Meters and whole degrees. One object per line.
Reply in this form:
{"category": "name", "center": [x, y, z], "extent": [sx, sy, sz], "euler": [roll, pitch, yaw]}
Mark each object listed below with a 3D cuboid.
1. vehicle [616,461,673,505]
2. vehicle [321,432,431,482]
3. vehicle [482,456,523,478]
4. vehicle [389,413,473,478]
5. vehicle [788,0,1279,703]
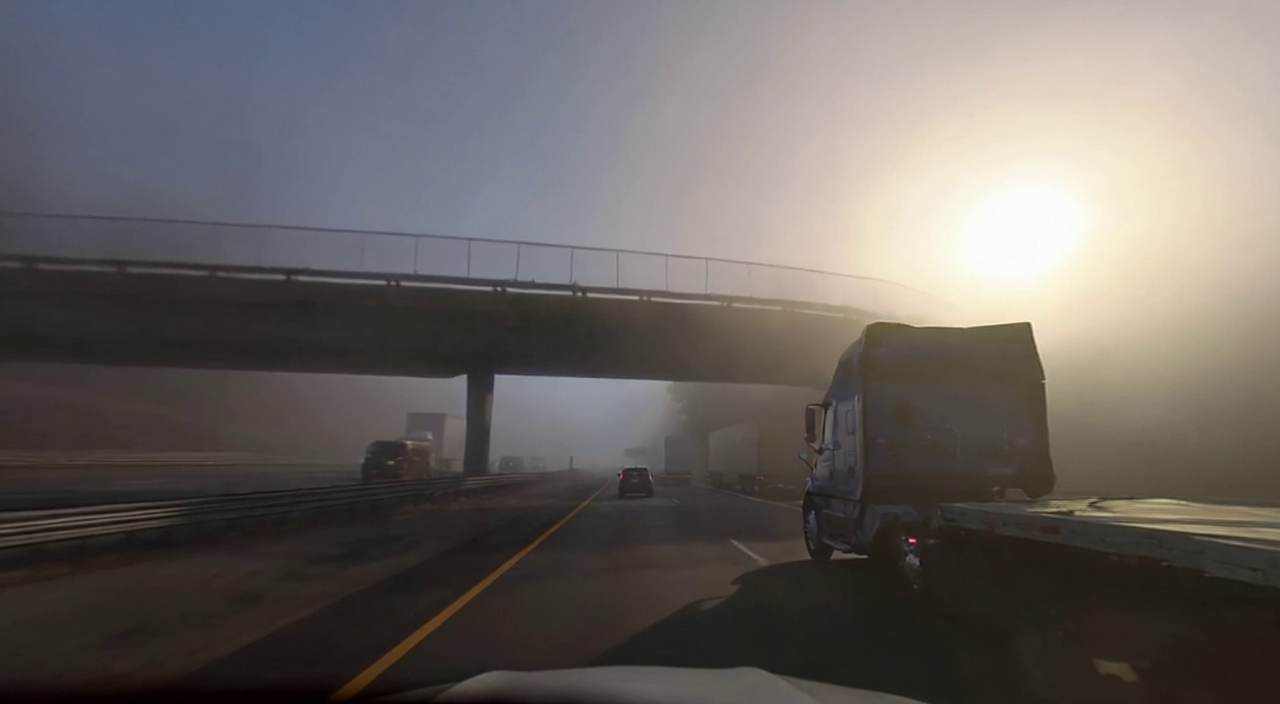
{"category": "vehicle", "center": [0.163, 5.069, 24.597], "extent": [2.067, 1.552, 3.601], "euler": [1, -11, 0]}
{"category": "vehicle", "center": [-10.146, 4.156, 24.719], "extent": [2.207, 1.713, 4.723], "euler": [1, -11, 0]}
{"category": "vehicle", "center": [-9.804, 8.283, 45.328], "extent": [1.911, 1.455, 4.516], "euler": [1, -11, 0]}
{"category": "vehicle", "center": [-13.825, 6.414, 42.439], "extent": [3.010, 3.930, 7.428], "euler": [1, -10, -1]}
{"category": "vehicle", "center": [3.707, -0.274, 2.036], "extent": [2.831, 4.150, 14.519], "euler": [1, -11, 0]}
